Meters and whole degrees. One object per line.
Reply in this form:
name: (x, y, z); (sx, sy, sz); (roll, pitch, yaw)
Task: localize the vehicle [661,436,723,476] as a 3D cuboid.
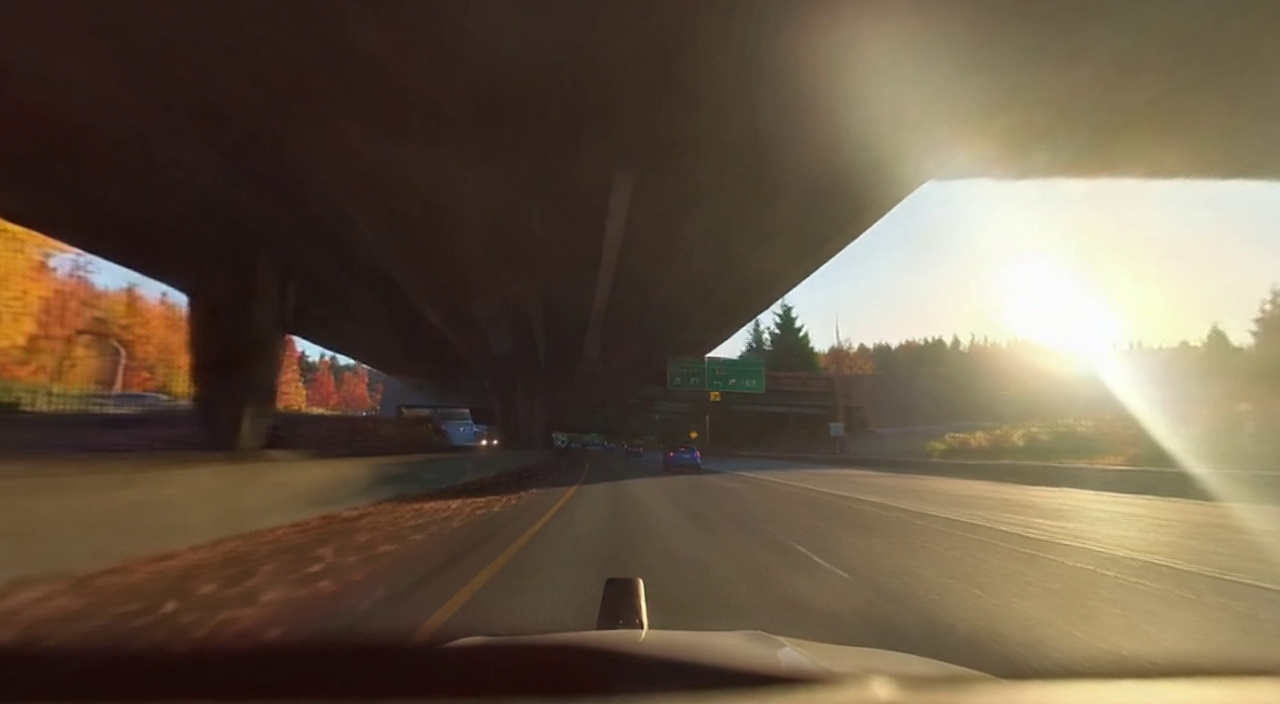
vehicle: (2.275, 4.777, 28.911); (2.337, 1.633, 4.222); (0, -9, -2)
